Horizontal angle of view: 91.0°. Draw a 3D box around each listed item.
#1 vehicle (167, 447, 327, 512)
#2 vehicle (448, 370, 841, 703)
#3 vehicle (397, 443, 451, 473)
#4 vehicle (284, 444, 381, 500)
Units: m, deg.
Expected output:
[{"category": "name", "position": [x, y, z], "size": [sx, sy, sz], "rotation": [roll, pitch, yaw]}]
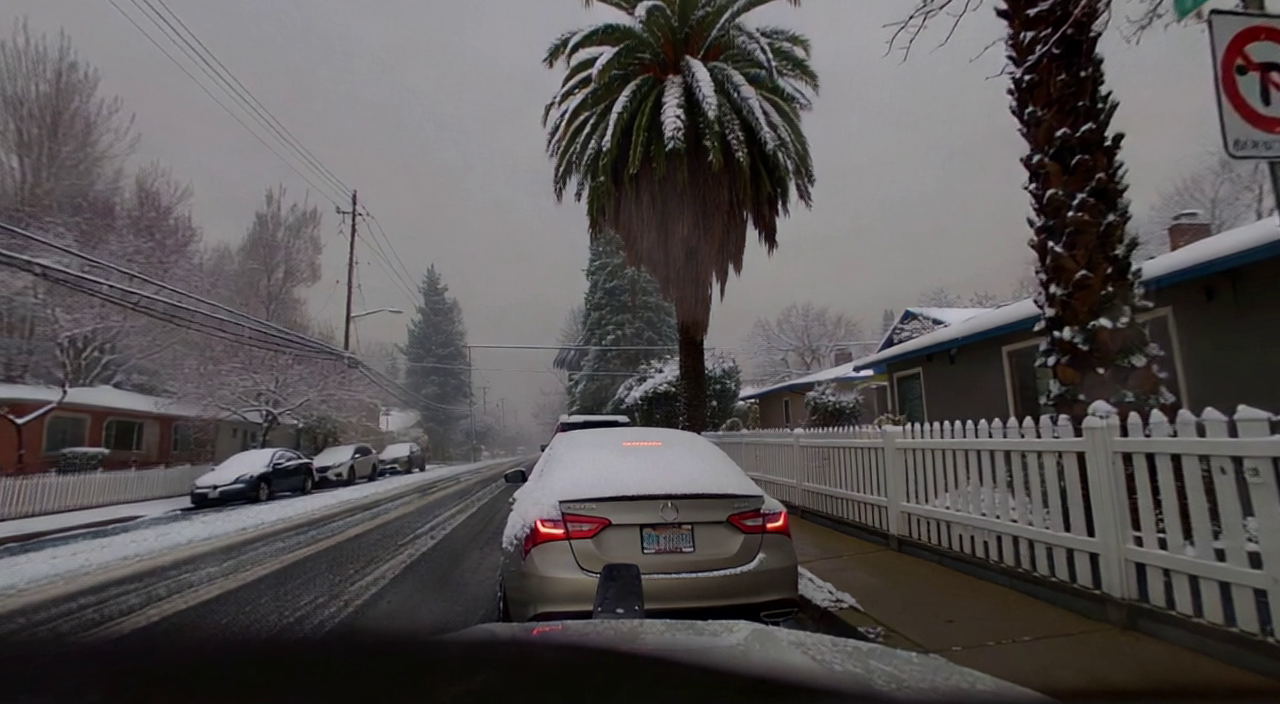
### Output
[{"category": "vehicle", "position": [-11.402, 3.664, 18.793], "size": [2.017, 1.627, 5.039], "rotation": [1, -8, -7]}, {"category": "vehicle", "position": [-0.138, 1.216, 4.994], "size": [1.894, 1.695, 3.795], "rotation": [1, -8, -6]}, {"category": "vehicle", "position": [-13.176, 6.460, 38.687], "size": [2.060, 1.689, 4.999], "rotation": [1, -8, -7]}, {"category": "vehicle", "position": [-12.163, 4.713, 25.274], "size": [2.048, 1.485, 4.757], "rotation": [-4, -4, -7]}]
